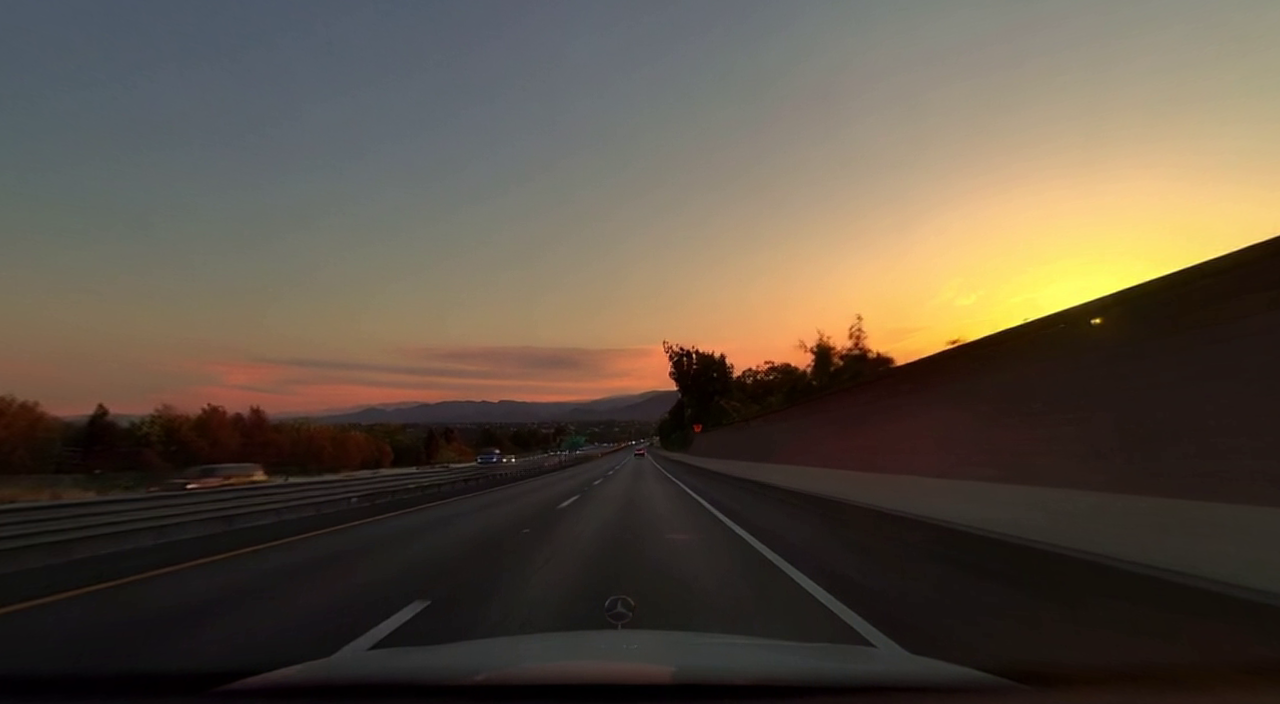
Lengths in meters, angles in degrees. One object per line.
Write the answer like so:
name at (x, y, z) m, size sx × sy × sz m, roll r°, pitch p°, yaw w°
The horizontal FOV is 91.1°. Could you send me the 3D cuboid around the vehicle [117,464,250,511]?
vehicle at (-16.677, 4.940, 23.278) m, size 1.755 × 1.452 × 4.275 m, roll 0°, pitch -9°, yaw -1°
